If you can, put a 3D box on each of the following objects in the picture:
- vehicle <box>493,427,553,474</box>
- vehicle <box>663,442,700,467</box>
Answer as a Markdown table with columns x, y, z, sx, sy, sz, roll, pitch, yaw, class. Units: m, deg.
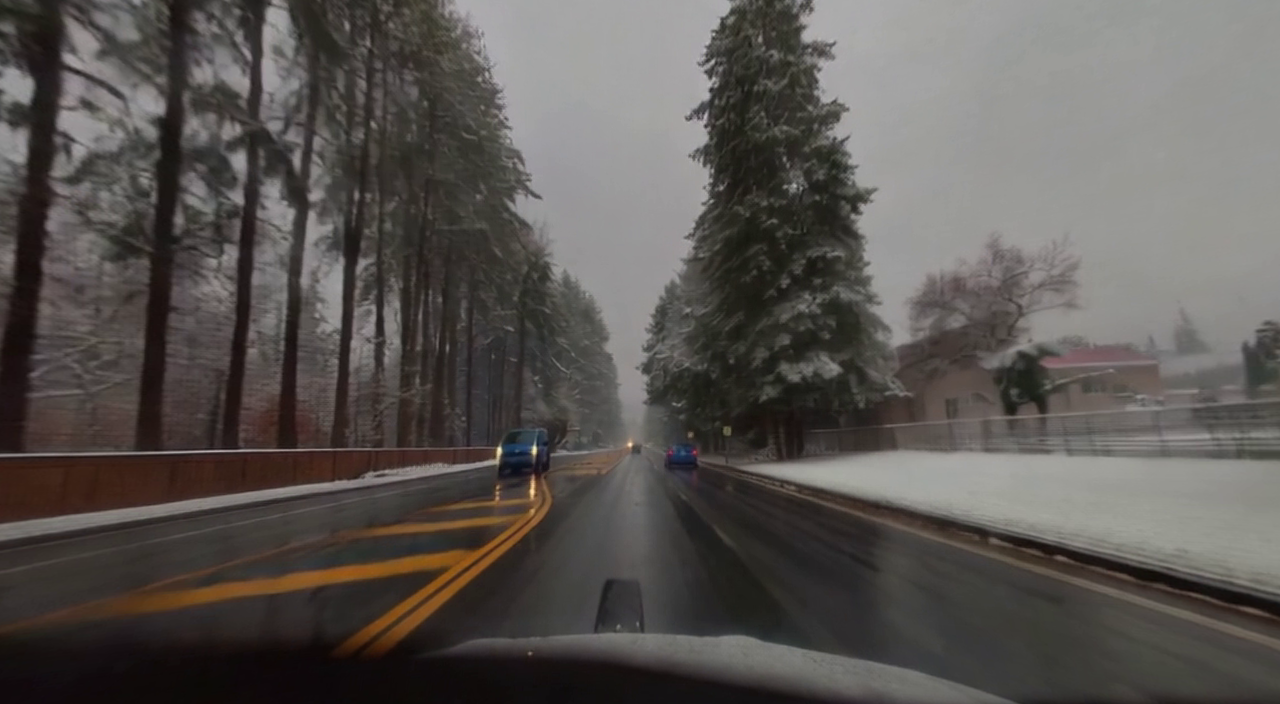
| x | y | z | sx | sy | sz | roll | pitch | yaw | class |
| --- | --- | --- | --- | --- | --- | --- | --- | --- | --- |
| -6.776 | 5.804 | 37.336 | 2.430 | 2.517 | 5.772 | 0 | -8 | 0 | vehicle |
| 2.560 | 6.410 | 39.849 | 1.991 | 1.476 | 4.153 | 0 | -8 | -1 | vehicle |
